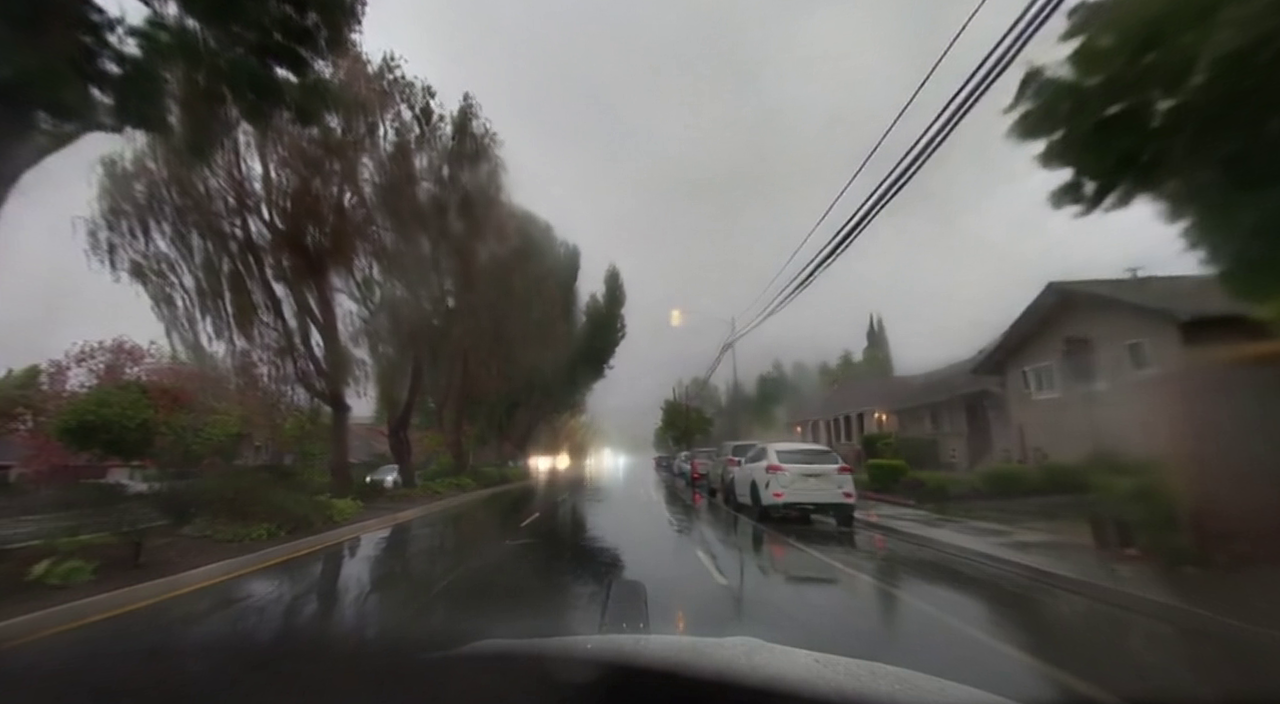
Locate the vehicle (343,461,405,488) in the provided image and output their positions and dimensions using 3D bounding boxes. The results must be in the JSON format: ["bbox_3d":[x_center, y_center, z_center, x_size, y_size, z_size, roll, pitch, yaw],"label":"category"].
[{"bbox_3d":[-17.278,7.973,41.229,1.946,1.492,4.794,0,-8,0],"label":"vehicle"}]

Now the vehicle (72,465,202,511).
[{"bbox_3d":[-25.154,6.789,31.883,2.305,1.919,5.187,0,-8,-1],"label":"vehicle"}]

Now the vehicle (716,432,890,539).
[{"bbox_3d":[3.012,2.596,13.060,2.078,1.738,5.133,0,-8,-2],"label":"vehicle"}]
